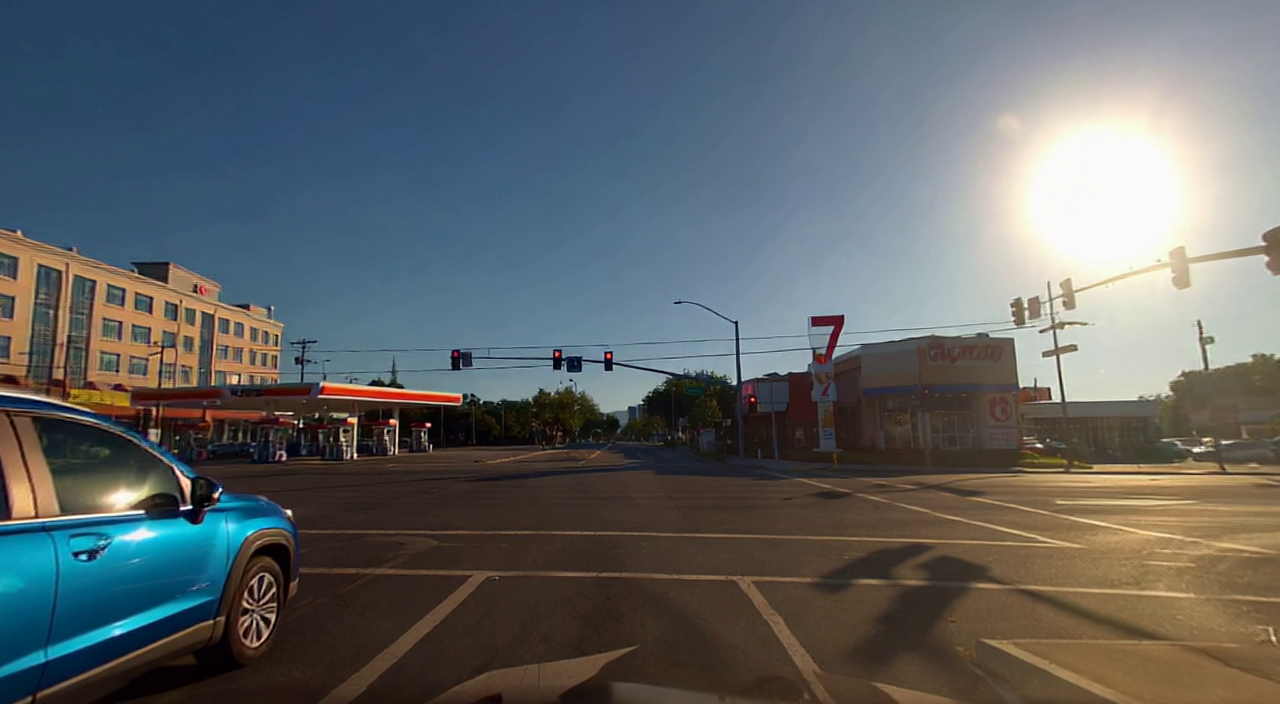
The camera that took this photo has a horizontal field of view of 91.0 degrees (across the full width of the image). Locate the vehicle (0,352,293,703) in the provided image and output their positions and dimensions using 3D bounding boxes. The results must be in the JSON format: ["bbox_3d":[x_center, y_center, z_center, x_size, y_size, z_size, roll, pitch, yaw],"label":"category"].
[{"bbox_3d":[-3.423,0.806,2.038,2.053,1.690,4.364,0,-9,0],"label":"vehicle"}]

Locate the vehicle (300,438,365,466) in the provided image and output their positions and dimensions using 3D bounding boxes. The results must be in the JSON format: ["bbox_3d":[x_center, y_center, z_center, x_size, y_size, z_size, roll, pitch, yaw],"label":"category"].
[{"bbox_3d":[-20.465,6.679,42.145,2.004,1.699,4.486,0,-9,1],"label":"vehicle"}]
